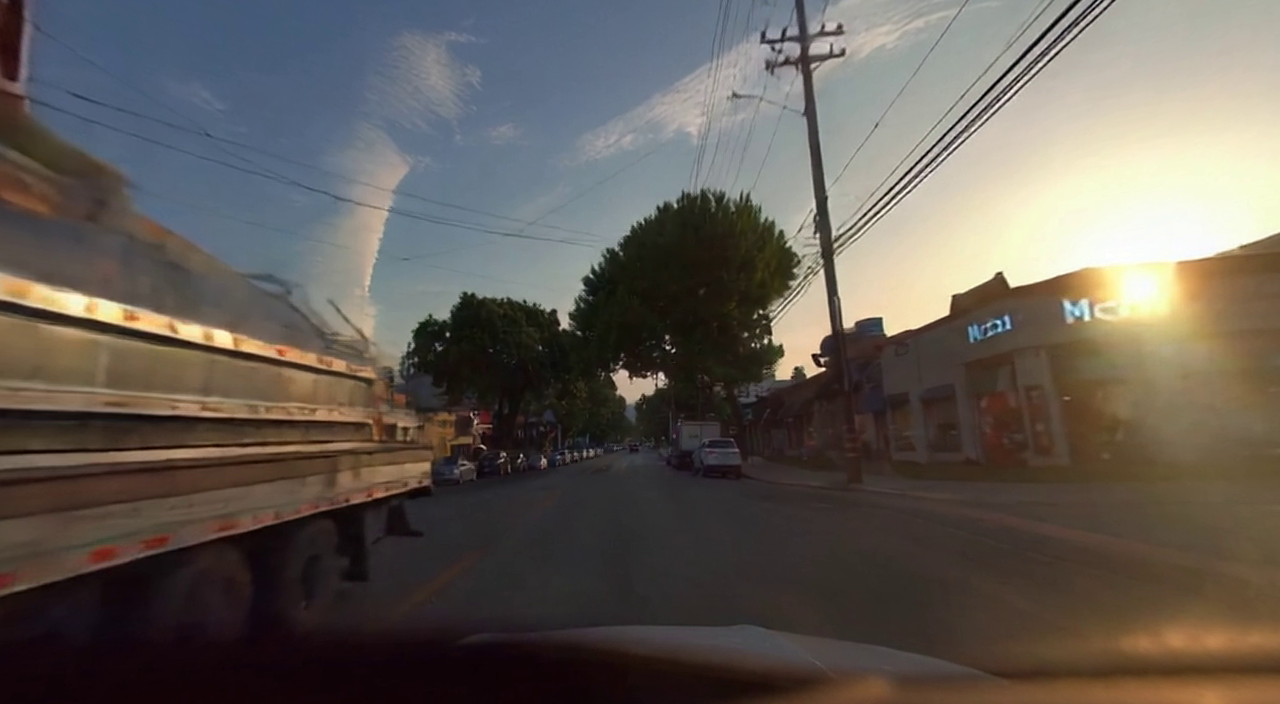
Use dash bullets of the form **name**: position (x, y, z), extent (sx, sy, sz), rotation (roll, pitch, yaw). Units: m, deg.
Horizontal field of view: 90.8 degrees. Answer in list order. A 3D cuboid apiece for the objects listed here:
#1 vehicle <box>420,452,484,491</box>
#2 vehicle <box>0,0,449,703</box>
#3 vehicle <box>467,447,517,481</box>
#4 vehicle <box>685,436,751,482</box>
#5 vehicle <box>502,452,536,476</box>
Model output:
- **vehicle**: position (-8.423, 5.349, 28.679), extent (1.704, 1.464, 4.089), rotation (-2, -7, 0)
- **vehicle**: position (-3.773, -0.017, 1.395), extent (2.994, 3.308, 12.131), rotation (0, -8, 0)
- **vehicle**: position (-8.432, 6.386, 36.415), extent (1.882, 1.639, 4.187), rotation (-3, -7, -1)
- **vehicle**: position (3.239, 4.548, 27.240), extent (2.097, 1.784, 4.915), rotation (0, -8, -1)
- **vehicle**: position (-8.460, 7.819, 44.342), extent (1.678, 1.468, 3.706), rotation (-1, -8, 0)
